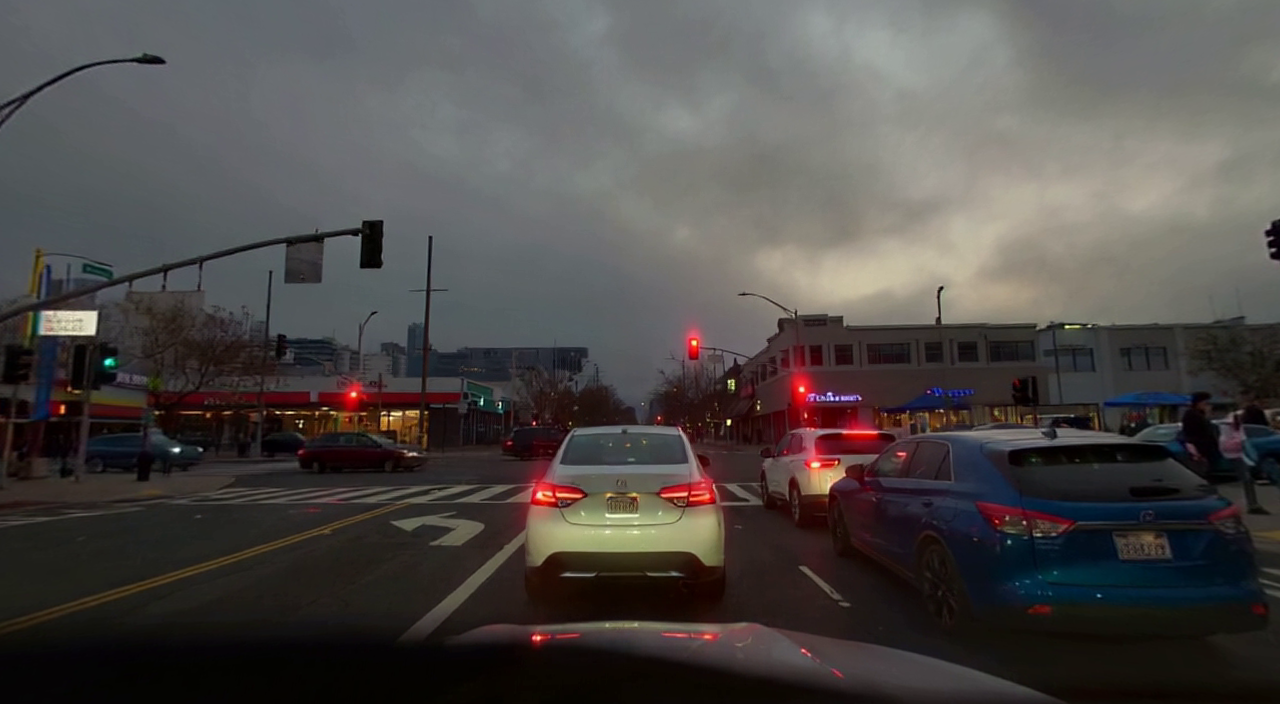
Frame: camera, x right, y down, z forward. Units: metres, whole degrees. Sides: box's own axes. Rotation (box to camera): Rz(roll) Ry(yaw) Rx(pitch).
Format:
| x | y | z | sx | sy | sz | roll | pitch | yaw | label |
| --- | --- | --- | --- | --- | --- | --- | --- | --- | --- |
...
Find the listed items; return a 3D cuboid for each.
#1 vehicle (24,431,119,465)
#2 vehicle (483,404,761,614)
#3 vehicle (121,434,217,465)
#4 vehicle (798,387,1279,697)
| x | y | z | sx | sy | sz | roll | pitch | yaw | label |
| --- | --- | --- | --- | --- | --- | --- | --- | --- | --- |
| -29.604 | 4.982 | 32.899 | 4.164 | 1.652 | 2.087 | -4 | -9 | 24 | vehicle |
| -0.141 | 1.552 | 7.265 | 2.123 | 1.589 | 4.702 | 0 | -8 | 0 | vehicle |
| -25.287 | 5.215 | 33.938 | 4.253 | 1.570 | 2.132 | -4 | -9 | 22 | vehicle |
| 3.035 | 1.339 | 5.663 | 1.983 | 1.654 | 4.354 | 0 | -8 | -2 | vehicle |
